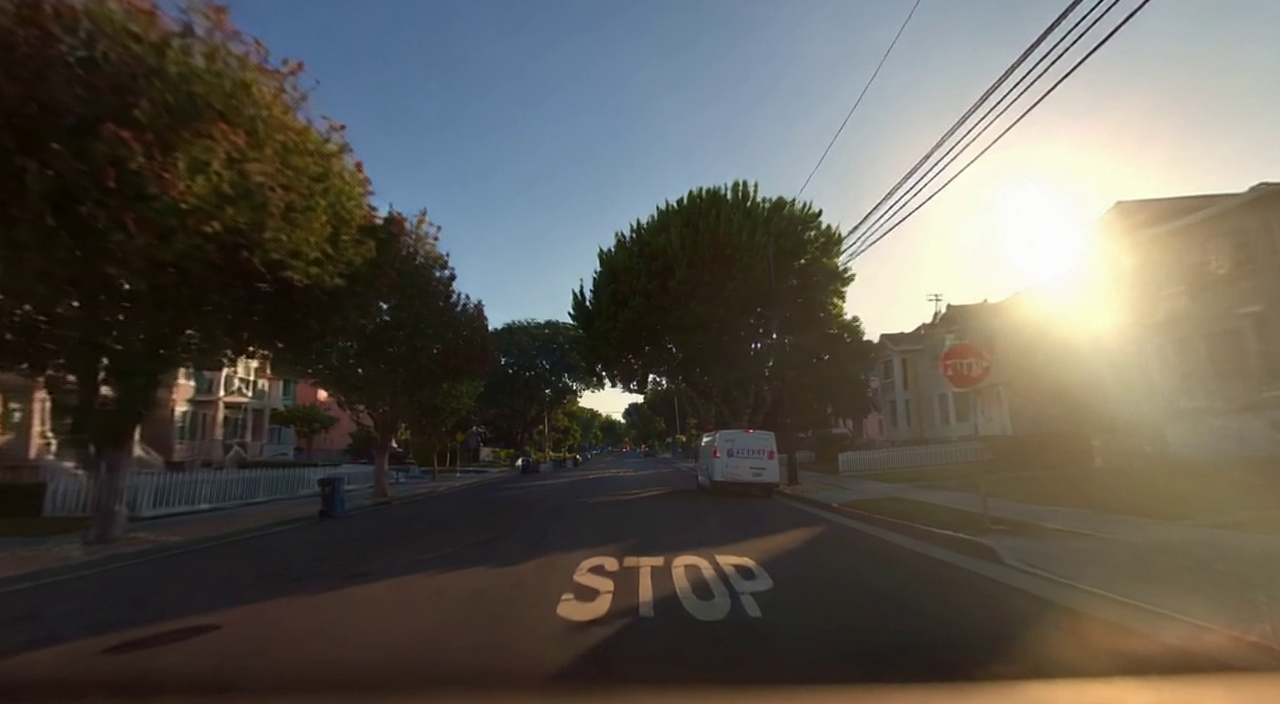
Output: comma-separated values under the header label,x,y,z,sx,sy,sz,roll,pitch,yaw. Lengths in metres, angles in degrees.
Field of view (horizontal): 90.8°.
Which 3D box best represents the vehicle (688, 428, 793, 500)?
label,x,y,z,sx,sy,sz,roll,pitch,yaw
vehicle,2.694,3.169,18.233,2.126,1.795,4.751,0,-9,-1
